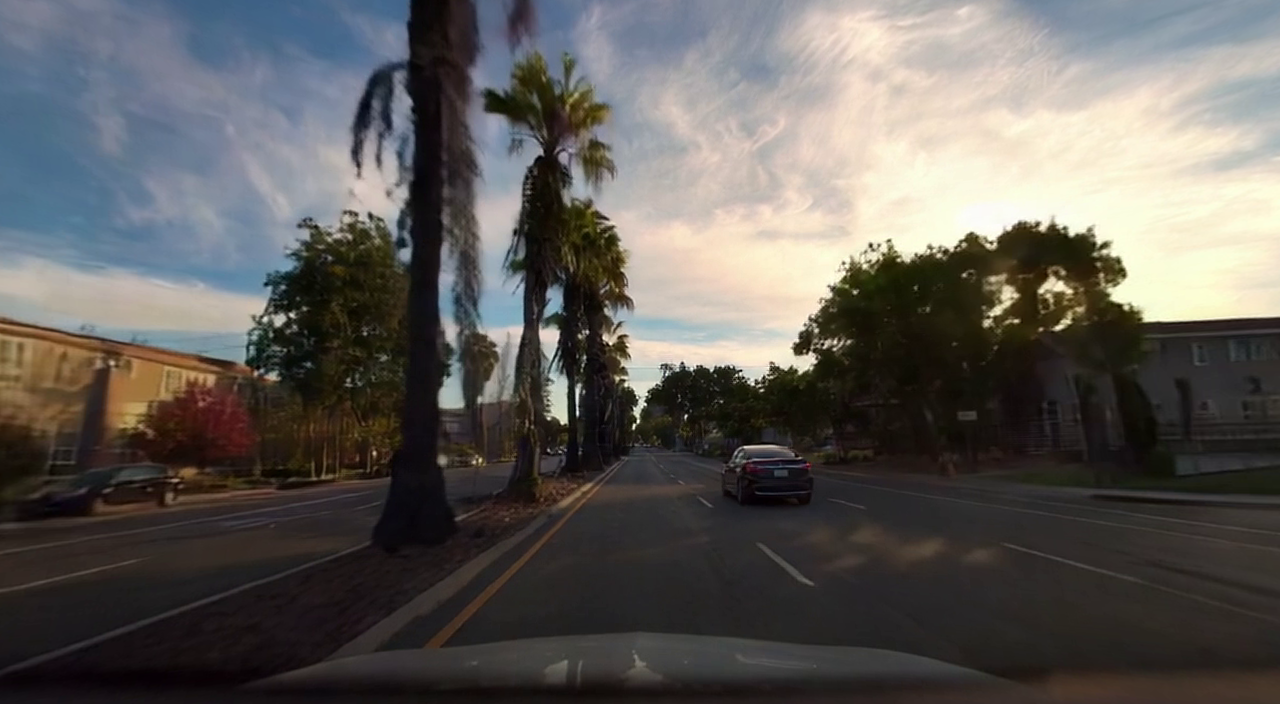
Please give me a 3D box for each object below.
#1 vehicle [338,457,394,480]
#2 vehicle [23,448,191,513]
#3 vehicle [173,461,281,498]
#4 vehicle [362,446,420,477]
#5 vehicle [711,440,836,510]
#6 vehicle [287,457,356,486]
[{"bbox_3d":[-18.670,7.928,43.210,1.828,1.472,4.464,0,-9,0],"label":"vehicle"},{"bbox_3d":[-19.155,4.613,23.078,1.987,1.998,4.642,-4,-10,1],"label":"vehicle"},{"bbox_3d":[-19.054,5.884,29.452,1.848,1.432,4.662,0,-9,1],"label":"vehicle"},{"bbox_3d":[-19.078,8.427,48.742,2.344,2.232,5.170,0,-9,0],"label":"vehicle"},{"bbox_3d":[3.134,2.997,15.951,1.989,1.492,4.689,0,-9,-2],"label":"vehicle"},{"bbox_3d":[-18.874,7.078,37.714,1.811,1.539,4.560,0,-9,-1],"label":"vehicle"}]
